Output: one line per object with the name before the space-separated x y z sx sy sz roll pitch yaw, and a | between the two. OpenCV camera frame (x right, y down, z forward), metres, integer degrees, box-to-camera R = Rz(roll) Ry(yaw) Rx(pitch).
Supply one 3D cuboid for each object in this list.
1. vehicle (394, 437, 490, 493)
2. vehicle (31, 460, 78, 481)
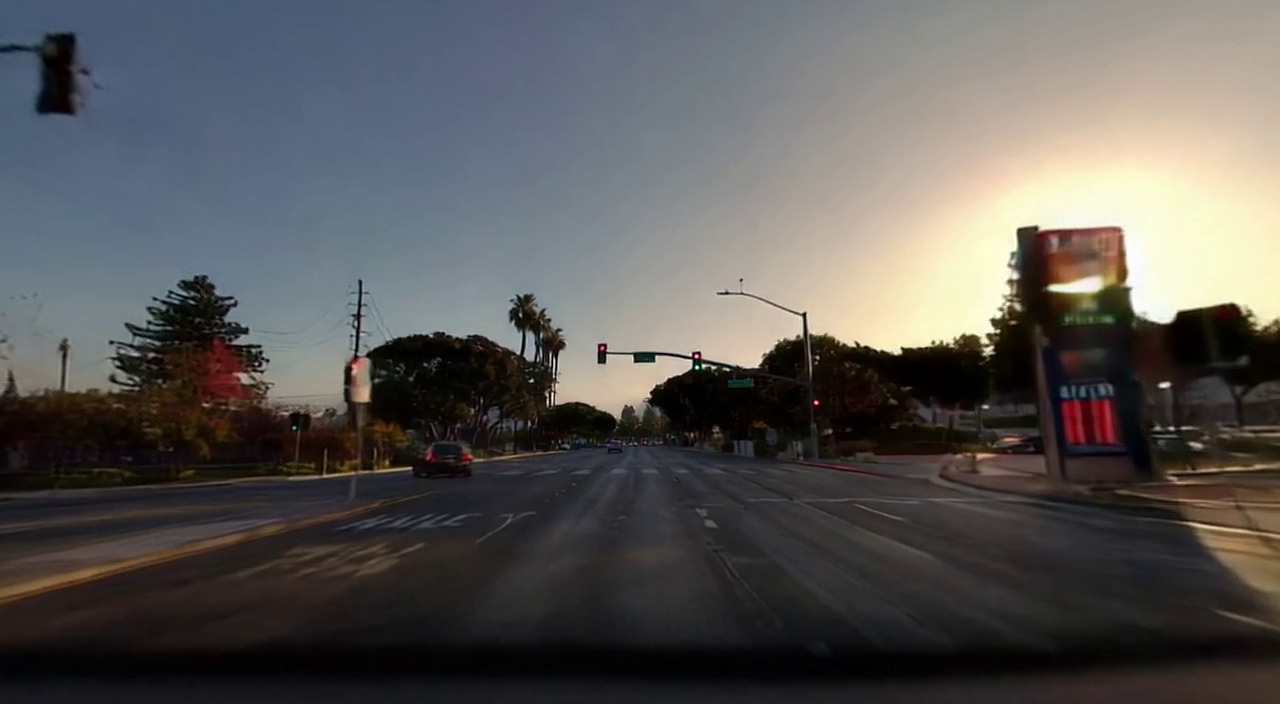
vehicle | -6.642 3.671 20.936 1.990 1.639 3.885 5 -10 -33
vehicle | -46.170 9.365 49.914 1.825 1.489 4.695 3 -11 -32
